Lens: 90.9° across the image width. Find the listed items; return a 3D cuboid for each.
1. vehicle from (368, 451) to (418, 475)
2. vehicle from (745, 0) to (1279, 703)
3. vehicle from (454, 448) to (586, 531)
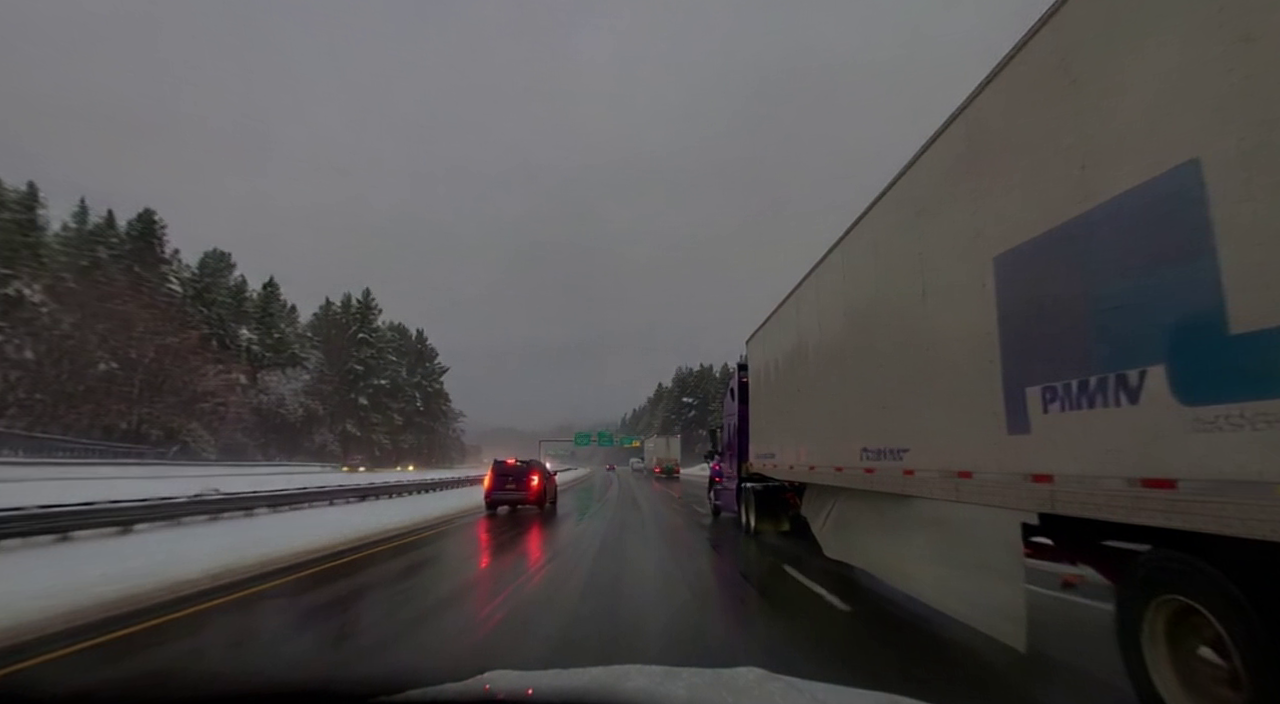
[{"bbox_3d":[-16.621,7.537,42.635,1.797,1.497,3.967,1,-10,-1],"label":"vehicle"},{"bbox_3d":[3.818,0.598,6.798,2.856,4.040,14.009,1,-10,-1],"label":"vehicle"},{"bbox_3d":[-2.603,3.183,15.021,2.010,1.580,4.949,0,-10,2],"label":"vehicle"}]
